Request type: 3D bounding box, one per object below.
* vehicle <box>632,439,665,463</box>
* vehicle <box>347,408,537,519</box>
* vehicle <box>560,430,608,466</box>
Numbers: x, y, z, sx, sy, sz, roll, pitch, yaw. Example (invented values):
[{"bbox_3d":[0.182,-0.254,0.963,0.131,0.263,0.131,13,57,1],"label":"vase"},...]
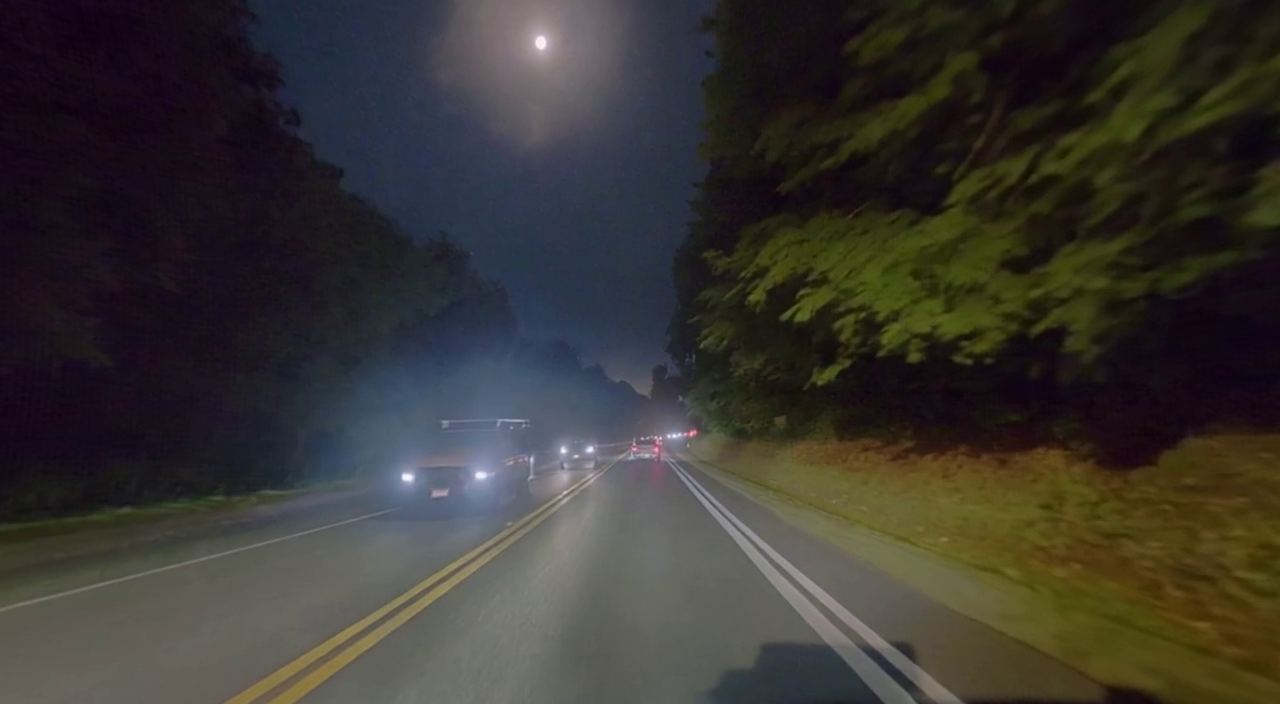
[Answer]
[{"bbox_3d":[0.563,6.616,42.254,2.067,1.486,3.861,0,-9,1],"label":"vehicle"},{"bbox_3d":[-4.137,2.489,14.564,2.461,2.030,5.478,0,-9,2],"label":"vehicle"},{"bbox_3d":[-3.497,6.193,40.888,2.441,2.113,5.738,0,-9,1],"label":"vehicle"}]
